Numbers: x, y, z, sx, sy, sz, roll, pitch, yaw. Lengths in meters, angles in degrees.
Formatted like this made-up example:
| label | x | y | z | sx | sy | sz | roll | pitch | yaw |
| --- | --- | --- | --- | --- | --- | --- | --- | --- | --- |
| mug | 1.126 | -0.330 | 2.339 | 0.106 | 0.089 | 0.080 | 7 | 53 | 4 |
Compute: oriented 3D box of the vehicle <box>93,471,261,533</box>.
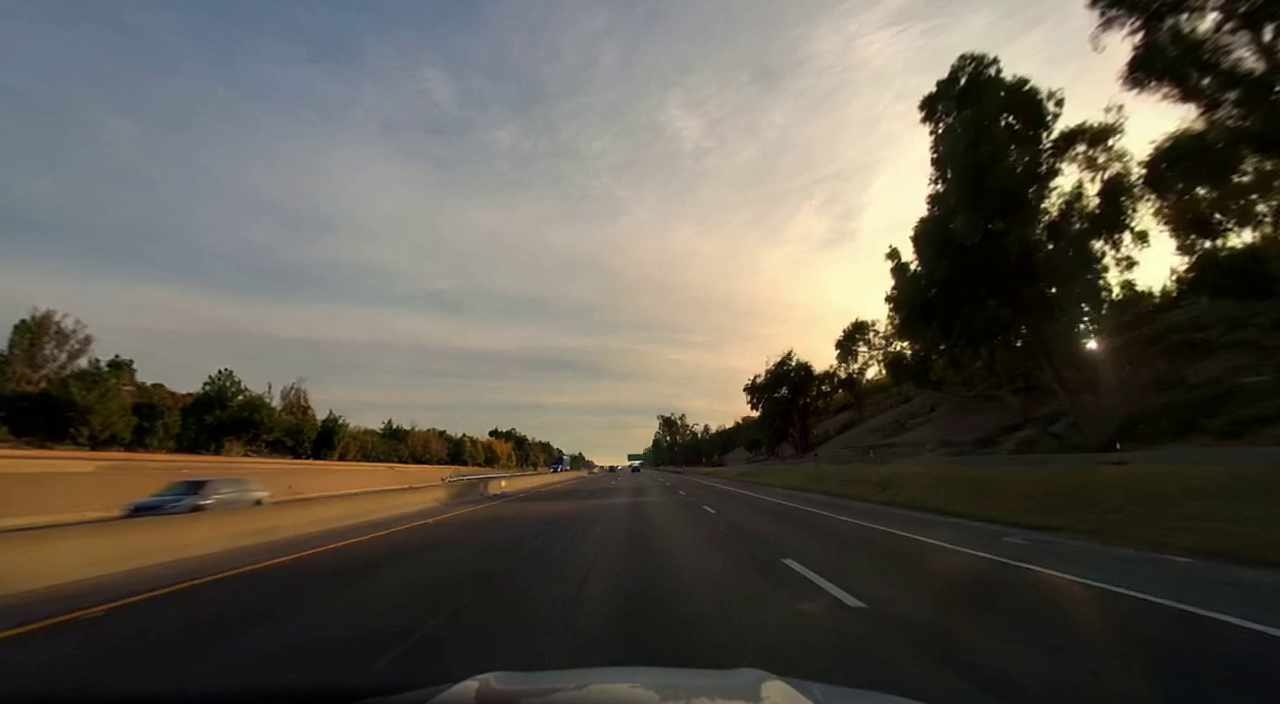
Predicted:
| label | x | y | z | sx | sy | sz | roll | pitch | yaw |
| --- | --- | --- | --- | --- | --- | --- | --- | --- | --- |
| vehicle | -12.692 | 4.102 | 17.614 | 1.761 | 1.454 | 3.797 | 1 | -10 | 0 |
